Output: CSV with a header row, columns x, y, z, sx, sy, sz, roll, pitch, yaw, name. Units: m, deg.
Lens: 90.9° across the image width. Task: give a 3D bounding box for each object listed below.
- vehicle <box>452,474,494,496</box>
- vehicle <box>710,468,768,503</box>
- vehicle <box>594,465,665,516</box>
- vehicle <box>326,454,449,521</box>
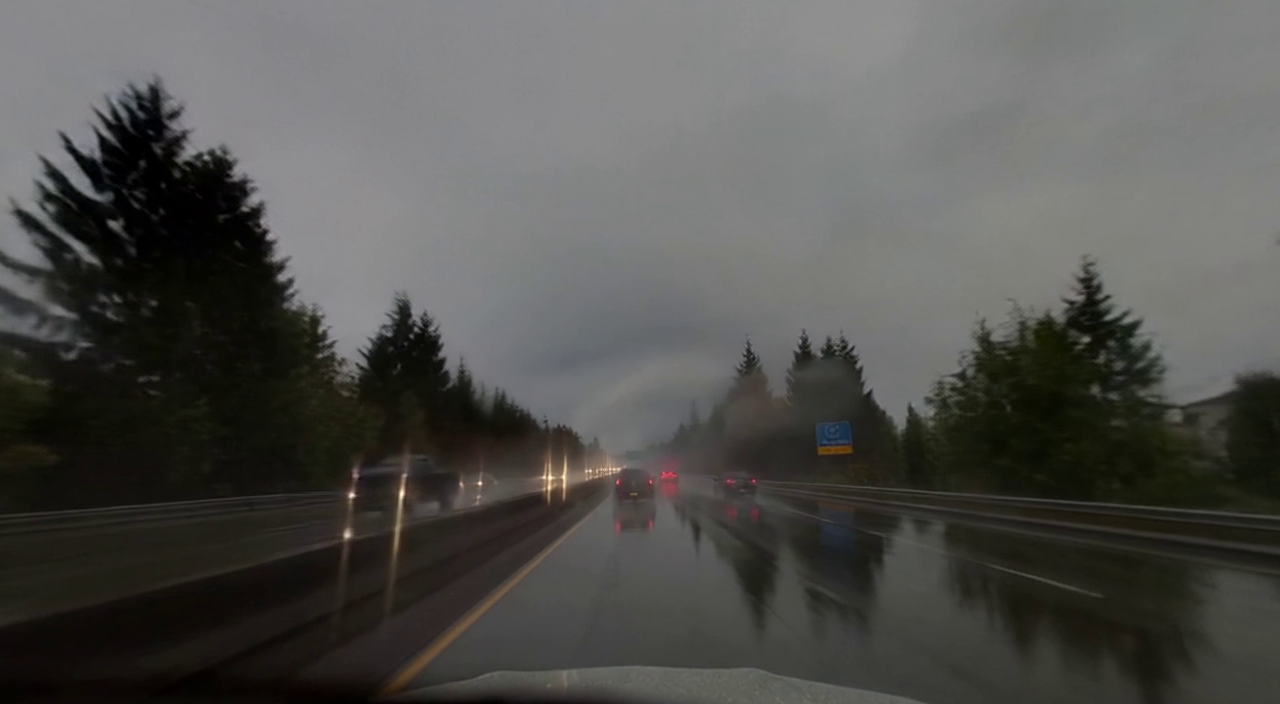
x,y,z,sx,sy,sz,roll,pitch,yaw,name
-12.140,9.703,46.114,1.880,1.420,4.212,1,-10,0,vehicle
4.560,6.241,29.695,1.974,1.476,4.119,1,-10,-1,vehicle
-0.309,4.429,20.470,2.060,1.473,3.726,1,-10,0,vehicle
-8.620,4.686,22.125,2.231,2.036,4.904,1,-10,0,vehicle
